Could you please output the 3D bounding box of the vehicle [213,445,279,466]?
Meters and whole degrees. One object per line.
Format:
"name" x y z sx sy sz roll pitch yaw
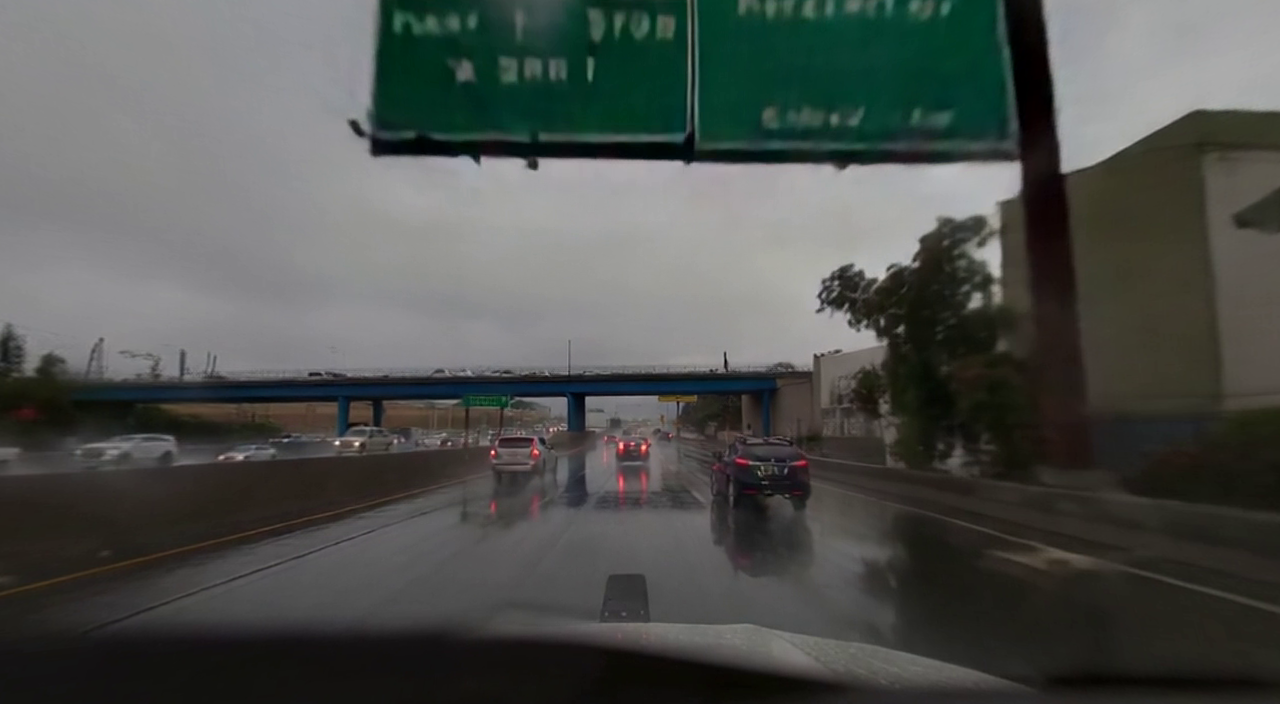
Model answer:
"vehicle" -29.600 7.779 47.512 1.817 1.460 4.548 -1 -8 4

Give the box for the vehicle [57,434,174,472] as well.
"vehicle" -28.795 5.561 34.903 2.092 1.931 5.045 0 -8 1

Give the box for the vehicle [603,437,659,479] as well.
"vehicle" -0.318 3.878 23.294 1.877 1.386 3.872 0 -8 0

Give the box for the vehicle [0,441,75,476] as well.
"vehicle" -32.022 5.455 32.508 2.033 1.678 4.024 0 -8 -1

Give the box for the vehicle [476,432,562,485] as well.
"vehicle" -3.930 3.547 21.257 2.064 1.589 4.213 0 -8 0
